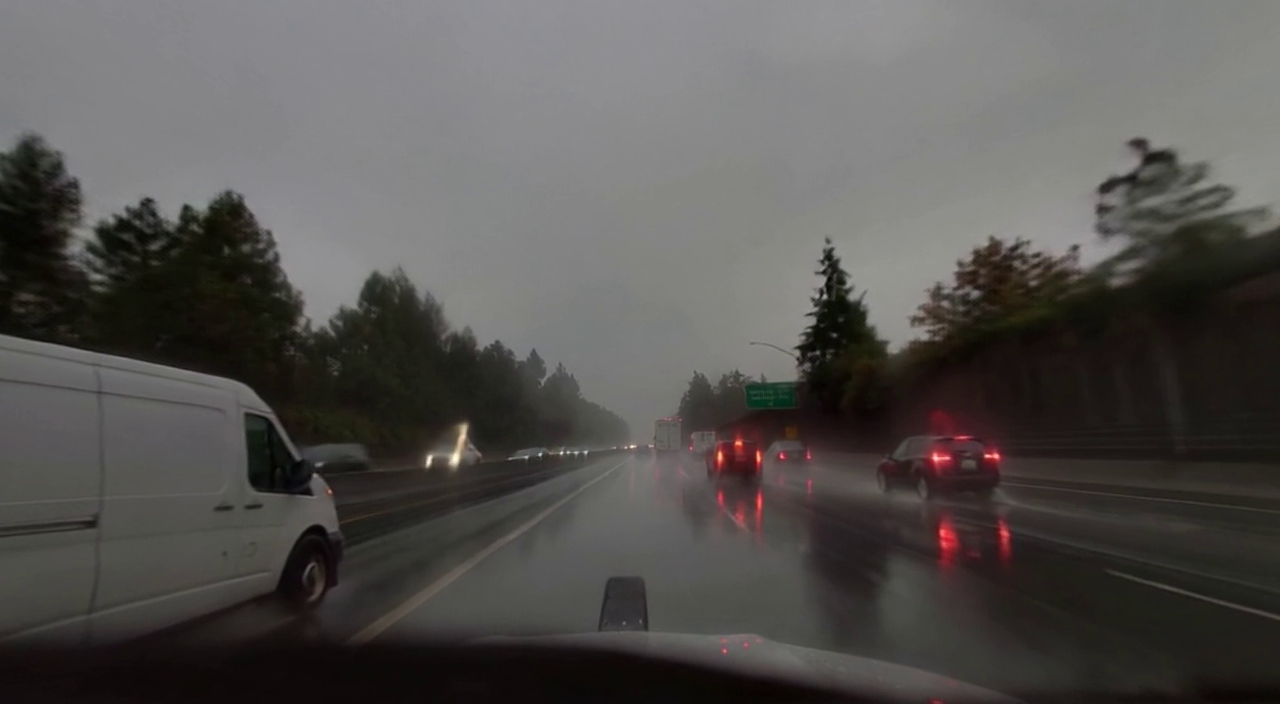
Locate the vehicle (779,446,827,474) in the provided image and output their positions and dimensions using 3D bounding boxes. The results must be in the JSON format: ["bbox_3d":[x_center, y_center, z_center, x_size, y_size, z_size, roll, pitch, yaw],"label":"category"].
[{"bbox_3d":[9.184,6.084,35.807,1.827,1.493,3.919,-1,-8,3],"label":"vehicle"}]

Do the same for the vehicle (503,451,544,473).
[{"bbox_3d":[-8.028,7.629,43.943,1.911,1.440,4.514,0,-8,1],"label":"vehicle"}]

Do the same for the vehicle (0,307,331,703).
[{"bbox_3d":[-3.813,0.784,2.714,2.159,1.922,5.345,0,-8,1],"label":"vehicle"}]

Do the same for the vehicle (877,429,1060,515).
[{"bbox_3d":[7.412,2.727,14.857,1.976,1.703,4.288,0,-8,0],"label":"vehicle"}]

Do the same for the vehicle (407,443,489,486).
[{"bbox_3d":[-8.110,4.779,27.130,2.081,1.656,4.378,0,-8,1],"label":"vehicle"}]

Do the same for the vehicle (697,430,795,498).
[{"bbox_3d":[3.176,3.471,19.999,2.209,1.862,4.717,0,-8,-1],"label":"vehicle"}]
